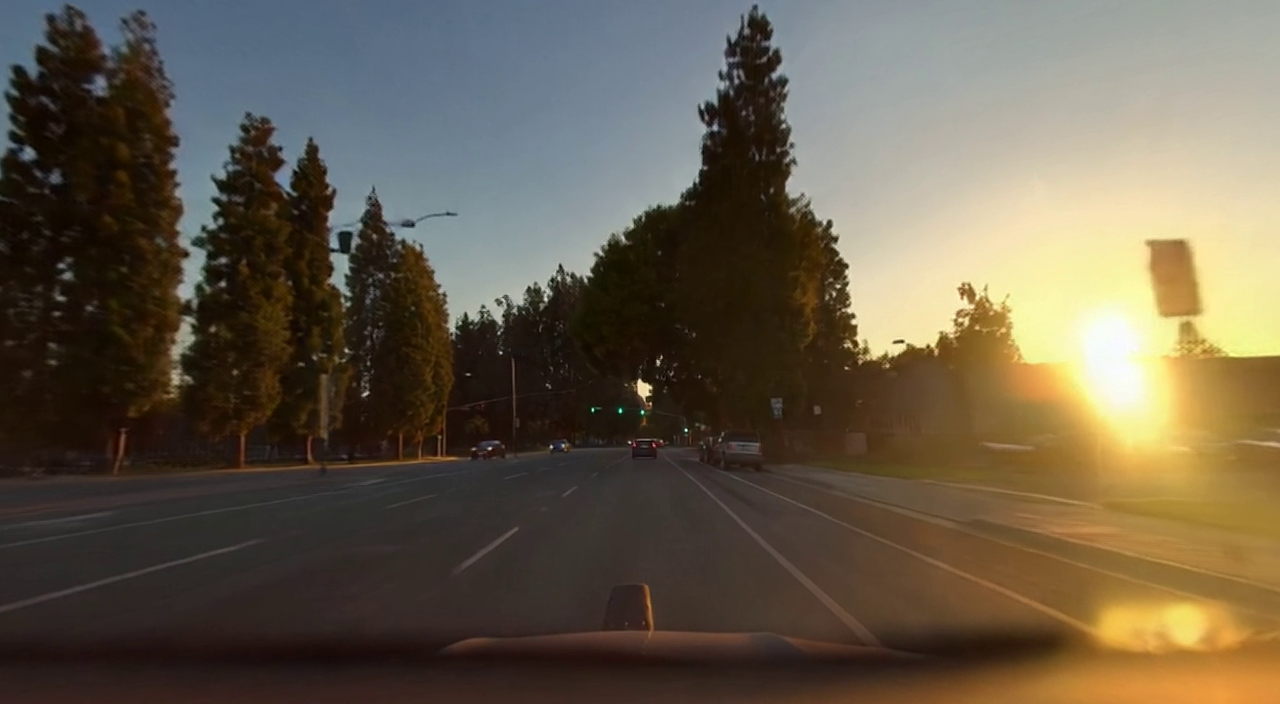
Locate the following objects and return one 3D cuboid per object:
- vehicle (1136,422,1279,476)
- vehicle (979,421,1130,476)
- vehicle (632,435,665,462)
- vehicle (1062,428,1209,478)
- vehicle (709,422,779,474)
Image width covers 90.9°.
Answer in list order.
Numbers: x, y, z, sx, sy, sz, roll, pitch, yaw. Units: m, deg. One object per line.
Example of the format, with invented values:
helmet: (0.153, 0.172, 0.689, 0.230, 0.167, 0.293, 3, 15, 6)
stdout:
vehicle: (20.074, 3.356, 22.225, 1.885, 1.712, 4.208, 0, -7, 3)
vehicle: (14.522, 3.431, 22.529, 2.069, 1.747, 4.822, 0, -8, -1)
vehicle: (0.606, 6.610, 43.480, 2.169, 1.751, 4.276, 0, -8, 1)
vehicle: (17.350, 3.504, 22.354, 2.049, 1.475, 3.863, -3, -7, 0)
vehicle: (4.589, 4.391, 28.975, 2.162, 2.080, 6.515, 0, -8, 1)
